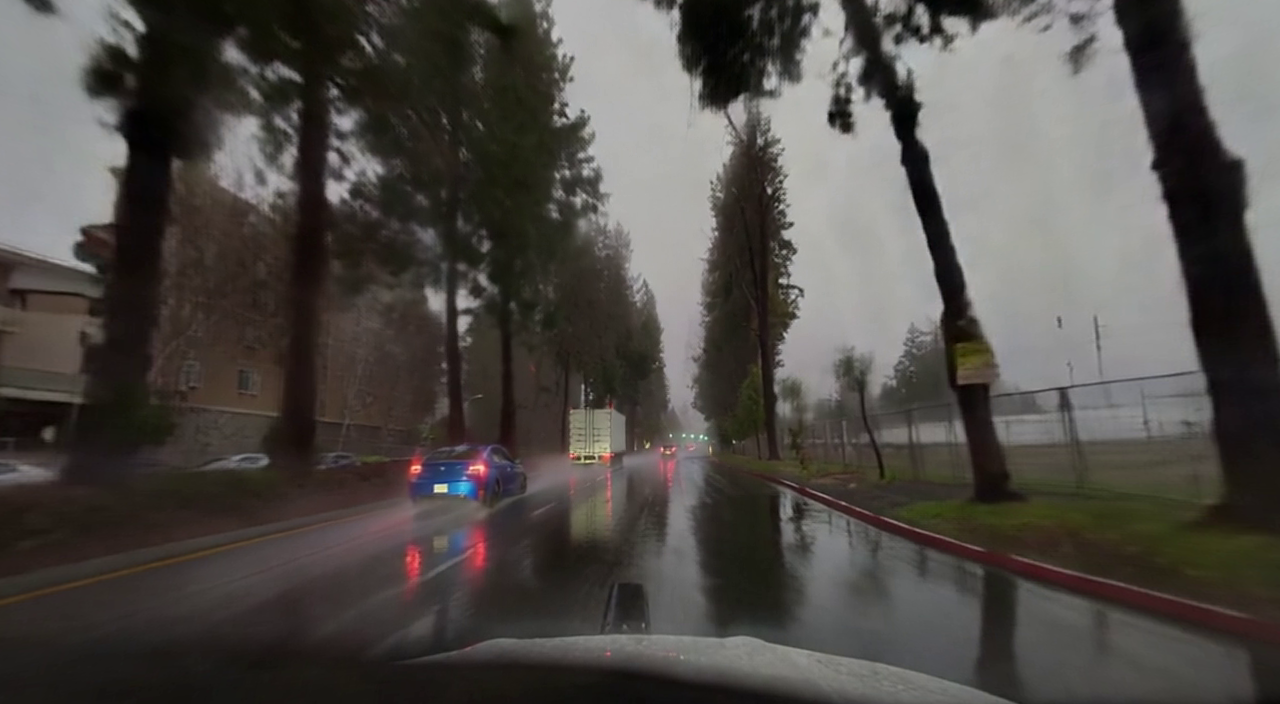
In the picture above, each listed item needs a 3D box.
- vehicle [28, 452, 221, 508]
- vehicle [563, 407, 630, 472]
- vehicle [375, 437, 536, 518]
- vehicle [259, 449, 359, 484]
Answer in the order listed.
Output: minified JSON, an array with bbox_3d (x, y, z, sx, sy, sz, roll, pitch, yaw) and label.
[{"bbox_3d":[-15.401,3.808,19.283,1.837,1.464,4.728,0,-9,1],"label":"vehicle"},{"bbox_3d":[-2.274,5.095,36.319,2.746,3.276,8.572,-1,-9,3],"label":"vehicle"},{"bbox_3d":[-3.751,2.645,13.752,2.005,1.462,4.345,-1,-9,3],"label":"vehicle"},{"bbox_3d":[-15.149,5.265,29.218,1.934,1.466,4.697,-1,-9,3],"label":"vehicle"}]
